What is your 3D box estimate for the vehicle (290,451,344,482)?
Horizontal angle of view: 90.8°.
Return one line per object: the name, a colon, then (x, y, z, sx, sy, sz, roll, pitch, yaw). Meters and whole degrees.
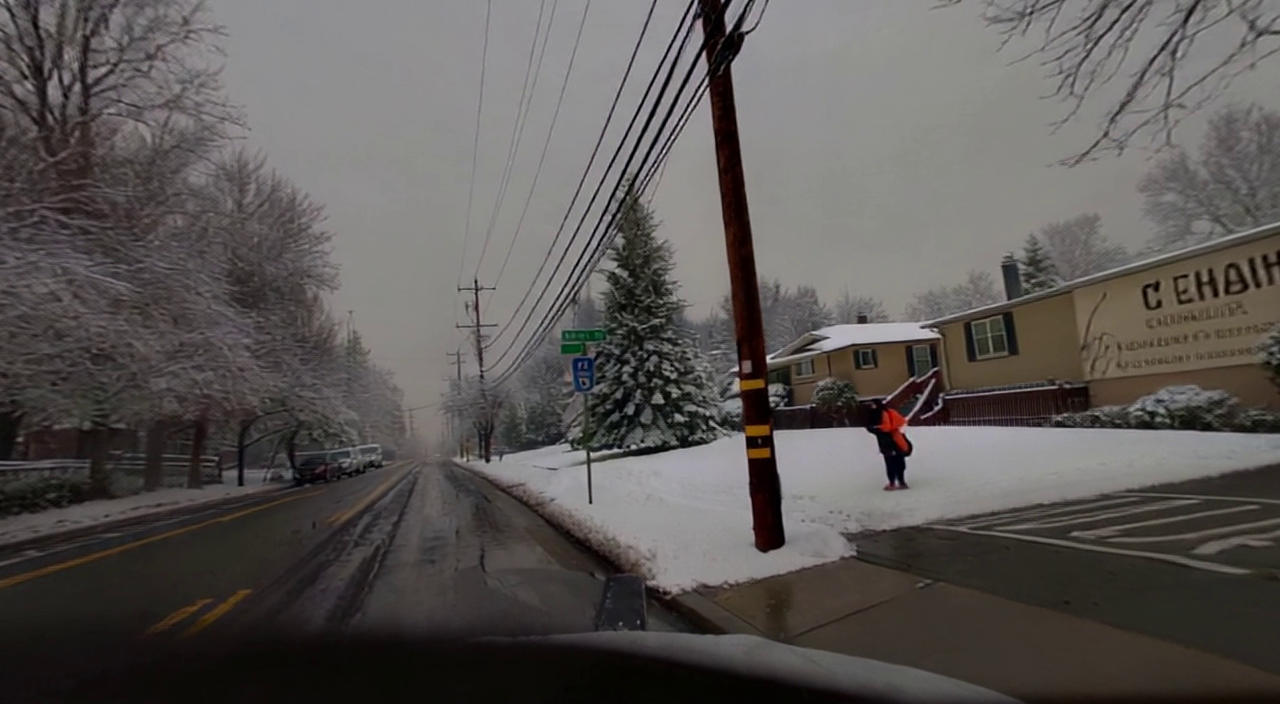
vehicle: (-20.628, 7.306, 40.548, 2.203, 1.787, 4.704, 2, -9, -17)
